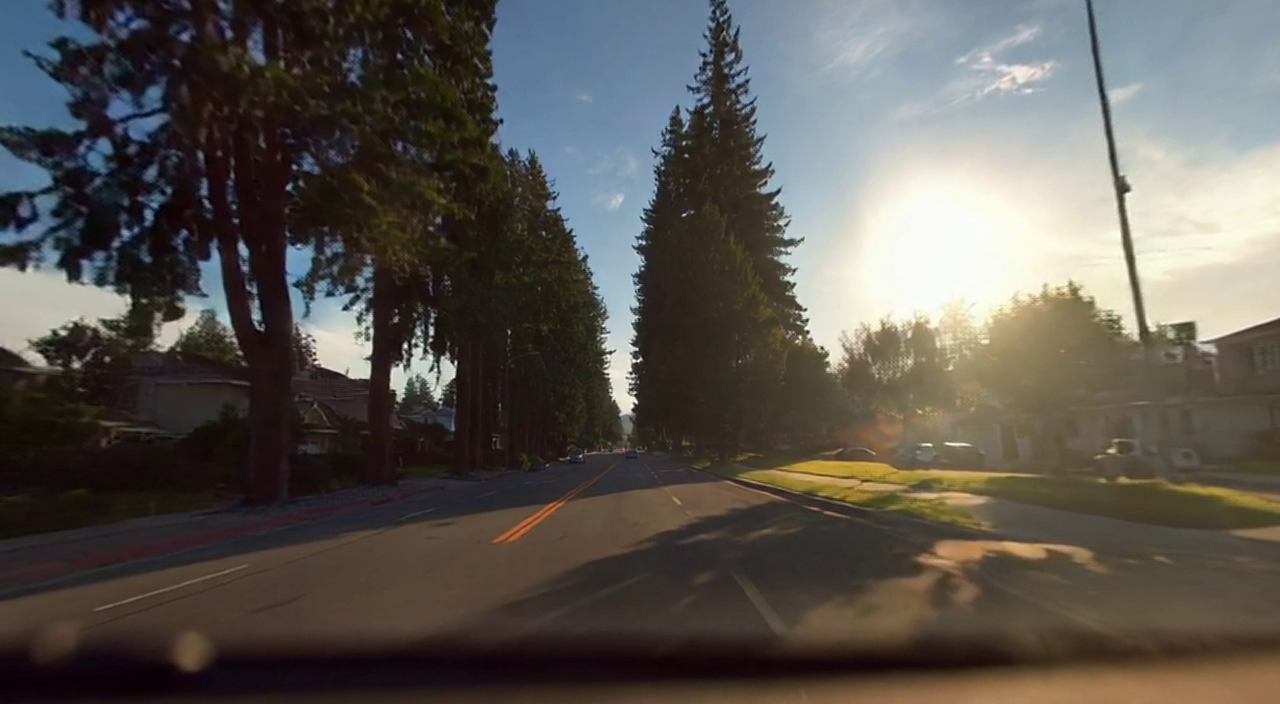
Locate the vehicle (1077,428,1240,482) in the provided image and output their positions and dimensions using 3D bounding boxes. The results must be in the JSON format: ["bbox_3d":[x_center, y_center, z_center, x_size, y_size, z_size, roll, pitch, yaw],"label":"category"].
[{"bbox_3d":[18.200,3.648,22.540,1.936,1.722,4.562,0,-9,1],"label":"vehicle"}]

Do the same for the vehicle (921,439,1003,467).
[{"bbox_3d":[17.759,5.593,35.110,1.813,1.464,4.925,0,-9,-2],"label":"vehicle"}]
